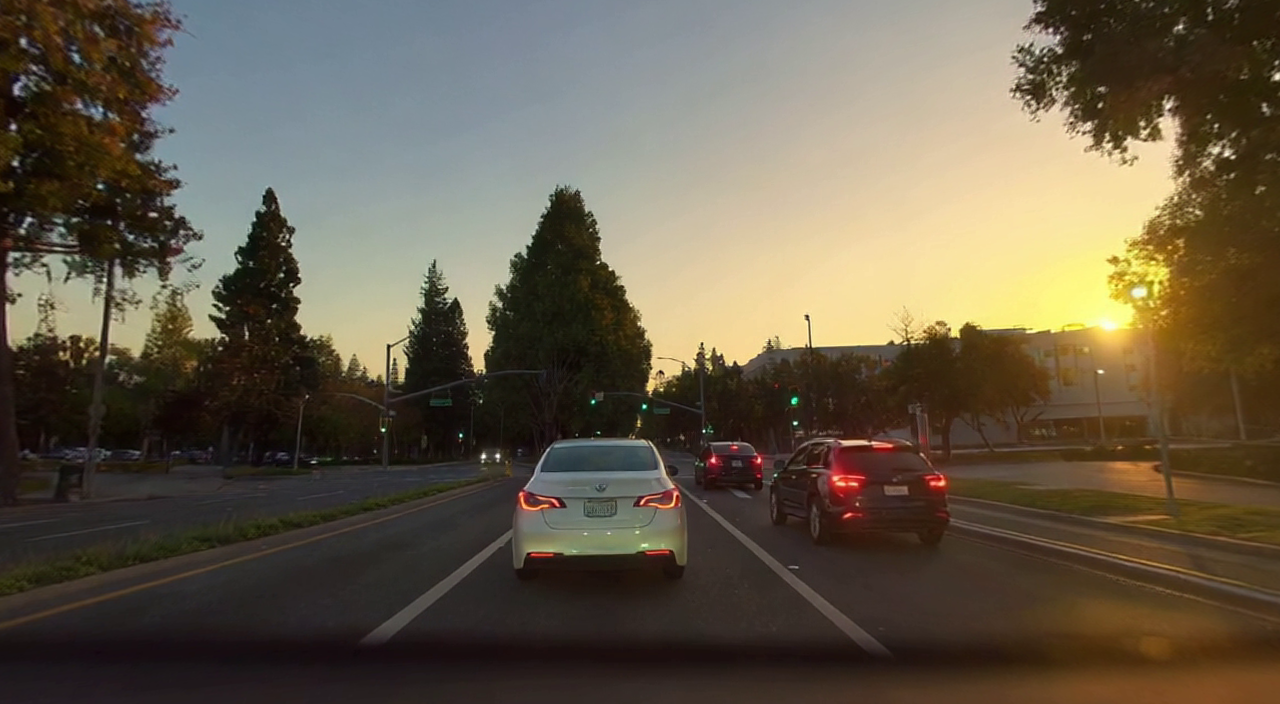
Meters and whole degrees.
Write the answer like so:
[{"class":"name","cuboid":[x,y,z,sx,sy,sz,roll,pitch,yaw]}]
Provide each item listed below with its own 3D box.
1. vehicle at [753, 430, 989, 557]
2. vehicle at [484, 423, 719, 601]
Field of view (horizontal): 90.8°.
[{"class":"vehicle","cuboid":[3.136,2.004,9.700,1.910,1.474,4.263,0,-9,-2]},{"class":"vehicle","cuboid":[-0.353,1.635,7.234,2.006,1.487,3.535,0,-9,-1]}]
